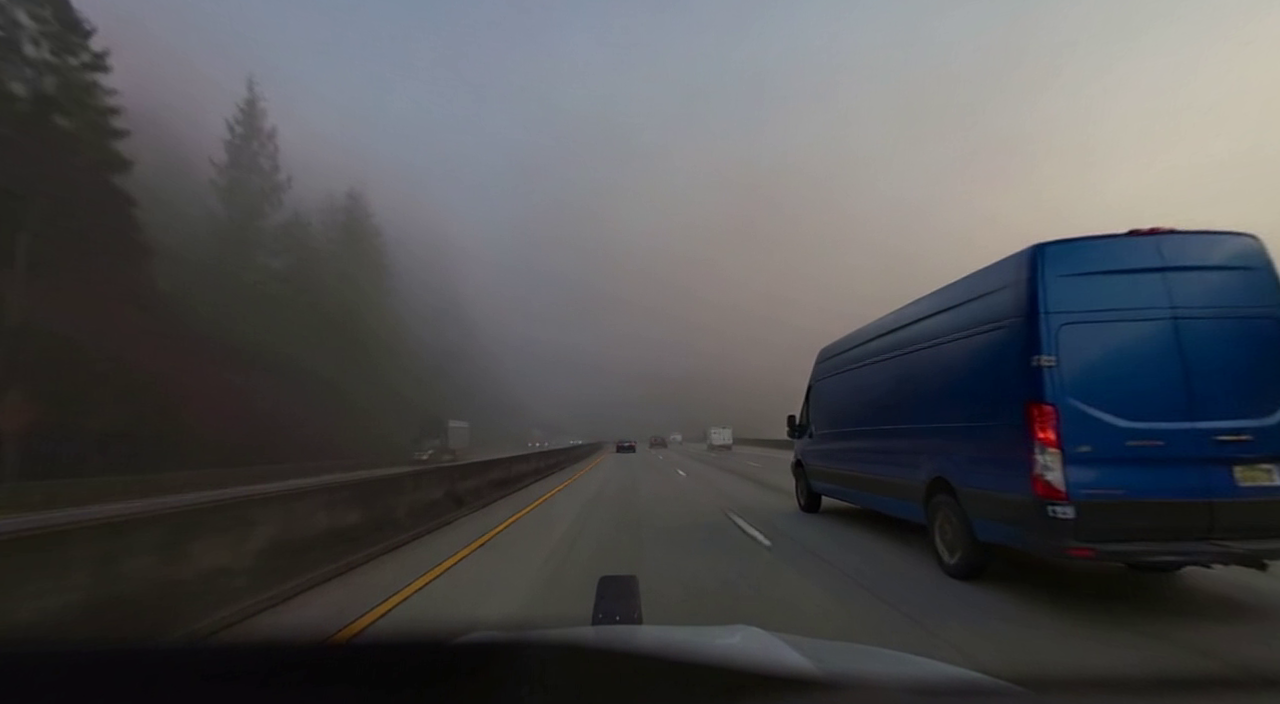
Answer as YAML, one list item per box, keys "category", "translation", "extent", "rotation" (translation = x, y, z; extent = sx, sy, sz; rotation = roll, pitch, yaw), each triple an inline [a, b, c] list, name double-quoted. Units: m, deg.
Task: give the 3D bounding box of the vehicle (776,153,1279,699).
- category: "vehicle"
  translation: [3.543, 0.763, 6.623]
  extent: [2.416, 2.595, 7.243]
  rotation: [0, -8, -1]

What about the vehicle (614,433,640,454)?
- category: "vehicle"
  translation: [-0.992, 6.986, 48.297]
  extent: [1.900, 1.524, 4.324]
  rotation: [0, -8, -1]
